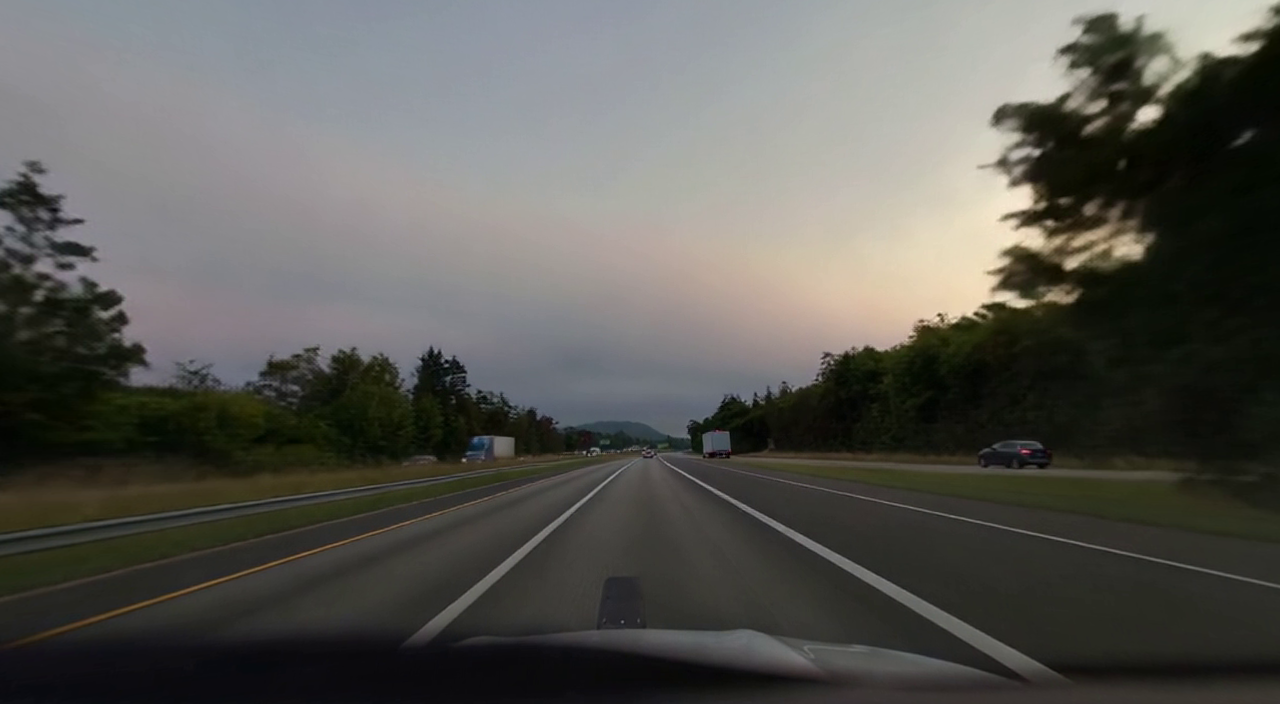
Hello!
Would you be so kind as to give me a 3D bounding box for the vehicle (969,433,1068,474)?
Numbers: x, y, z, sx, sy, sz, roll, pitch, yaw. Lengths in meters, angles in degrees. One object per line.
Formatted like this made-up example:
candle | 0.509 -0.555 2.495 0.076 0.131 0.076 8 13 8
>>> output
vehicle | 18.088 4.889 30.341 2.038 1.823 3.744 1 -9 -8
